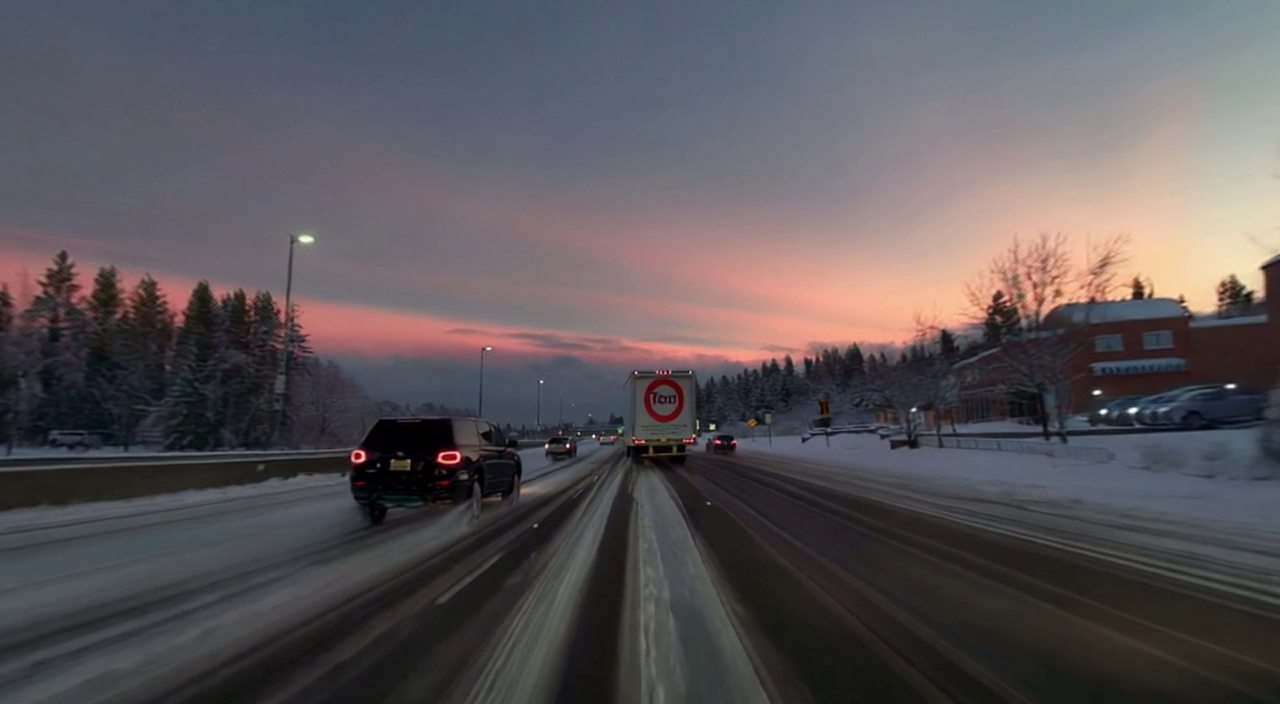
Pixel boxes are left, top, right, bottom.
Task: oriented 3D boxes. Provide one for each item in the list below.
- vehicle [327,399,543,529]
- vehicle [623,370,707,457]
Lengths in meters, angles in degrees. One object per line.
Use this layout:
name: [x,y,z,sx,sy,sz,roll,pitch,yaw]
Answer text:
vehicle: [-3.281,1.937,11.380,2.178,1.826,4.933,0,-8,1]
vehicle: [1.908,3.634,36.960,3.657,4.173,13.731,-1,-6,7]
